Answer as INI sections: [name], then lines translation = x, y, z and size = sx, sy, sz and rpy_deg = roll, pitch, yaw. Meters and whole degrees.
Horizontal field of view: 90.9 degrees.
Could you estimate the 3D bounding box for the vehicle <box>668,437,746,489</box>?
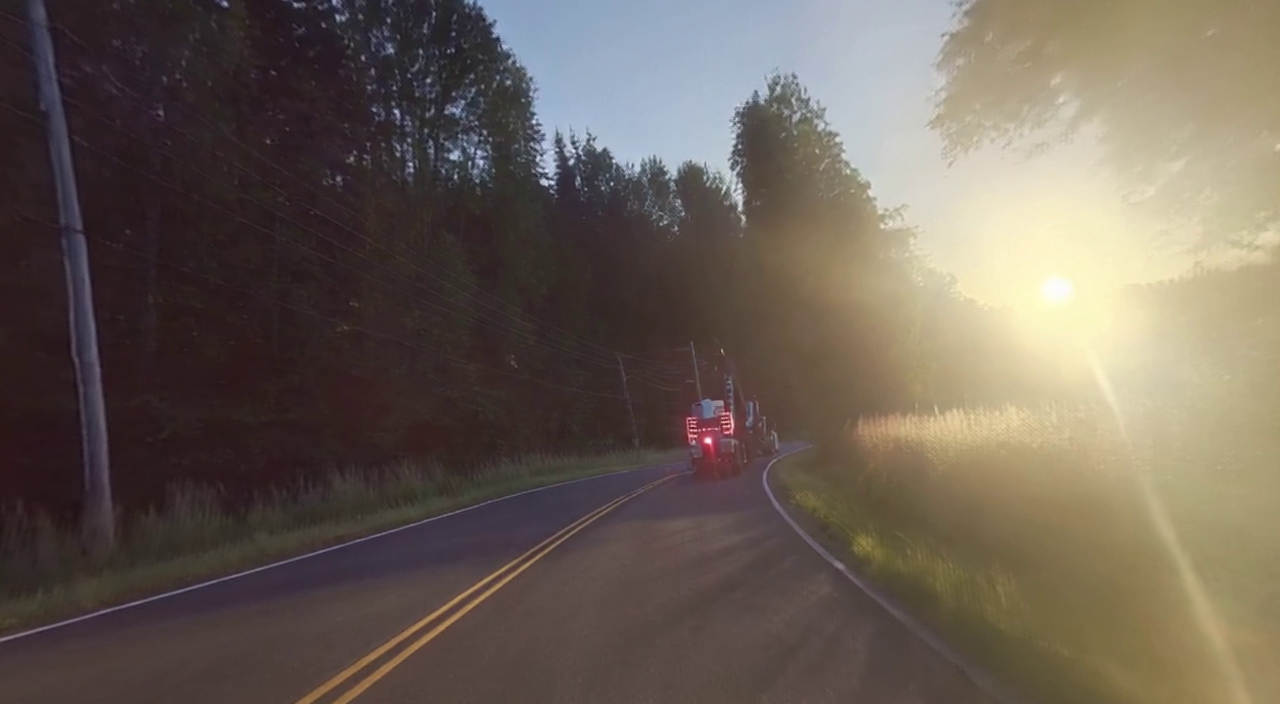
[vehicle]
translation = 2.161, 3.497, 20.161
size = 2.196, 1.465, 4.294
rpy_deg = -1, -8, 7
